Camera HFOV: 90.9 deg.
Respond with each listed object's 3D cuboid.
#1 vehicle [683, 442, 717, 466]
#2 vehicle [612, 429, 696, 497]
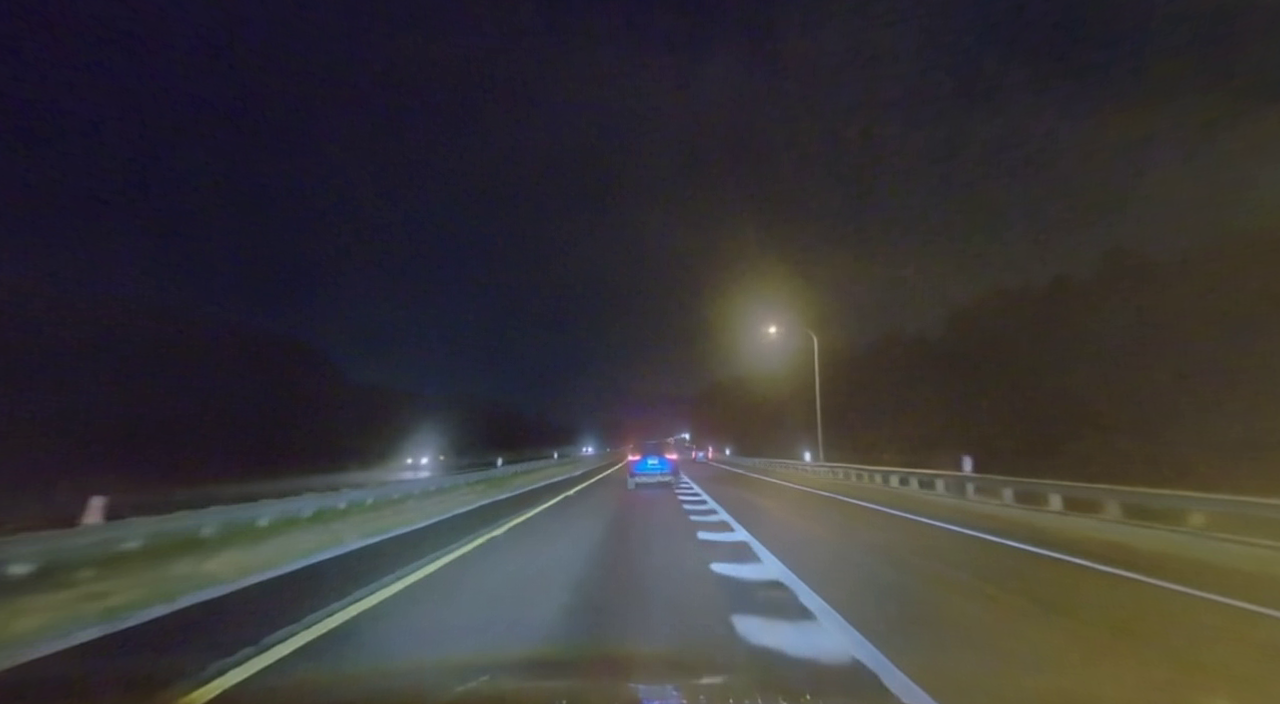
[{"bbox_3d":[4.311,7.341,45.705,2.073,1.621,3.993,-1,-9,0],"label":"vehicle"},{"bbox_3d":[0.426,3.204,18.538,2.143,1.693,4.513,-1,-9,2],"label":"vehicle"}]
